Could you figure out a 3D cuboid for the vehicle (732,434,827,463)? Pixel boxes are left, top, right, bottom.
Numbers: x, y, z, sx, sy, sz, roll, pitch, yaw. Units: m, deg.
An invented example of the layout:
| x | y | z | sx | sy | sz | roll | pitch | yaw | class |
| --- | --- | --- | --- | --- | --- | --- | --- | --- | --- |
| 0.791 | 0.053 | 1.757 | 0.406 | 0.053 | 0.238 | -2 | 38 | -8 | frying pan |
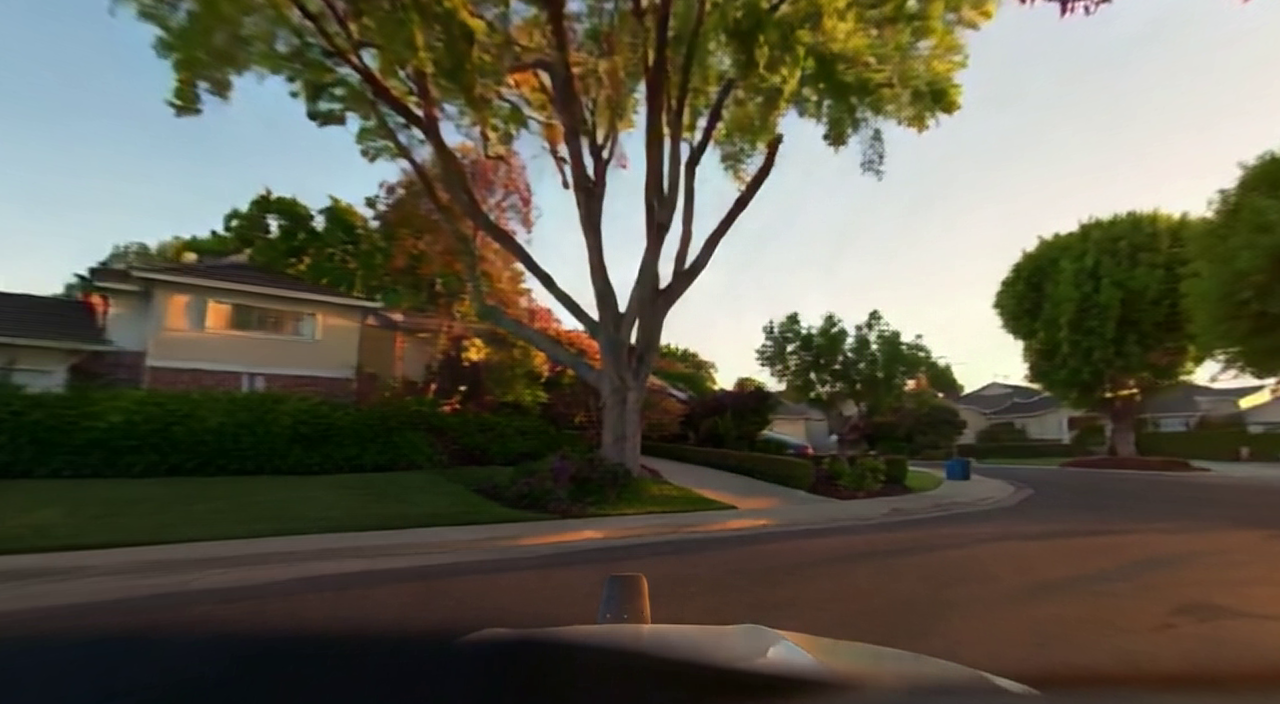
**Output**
| x | y | z | sx | sy | sz | roll | pitch | yaw | class |
| --- | --- | --- | --- | --- | --- | --- | --- | --- | --- |
| 7.708 | 5.318 | 34.757 | 5.089 | 1.517 | 1.791 | 4 | -11 | -27 | vehicle |
